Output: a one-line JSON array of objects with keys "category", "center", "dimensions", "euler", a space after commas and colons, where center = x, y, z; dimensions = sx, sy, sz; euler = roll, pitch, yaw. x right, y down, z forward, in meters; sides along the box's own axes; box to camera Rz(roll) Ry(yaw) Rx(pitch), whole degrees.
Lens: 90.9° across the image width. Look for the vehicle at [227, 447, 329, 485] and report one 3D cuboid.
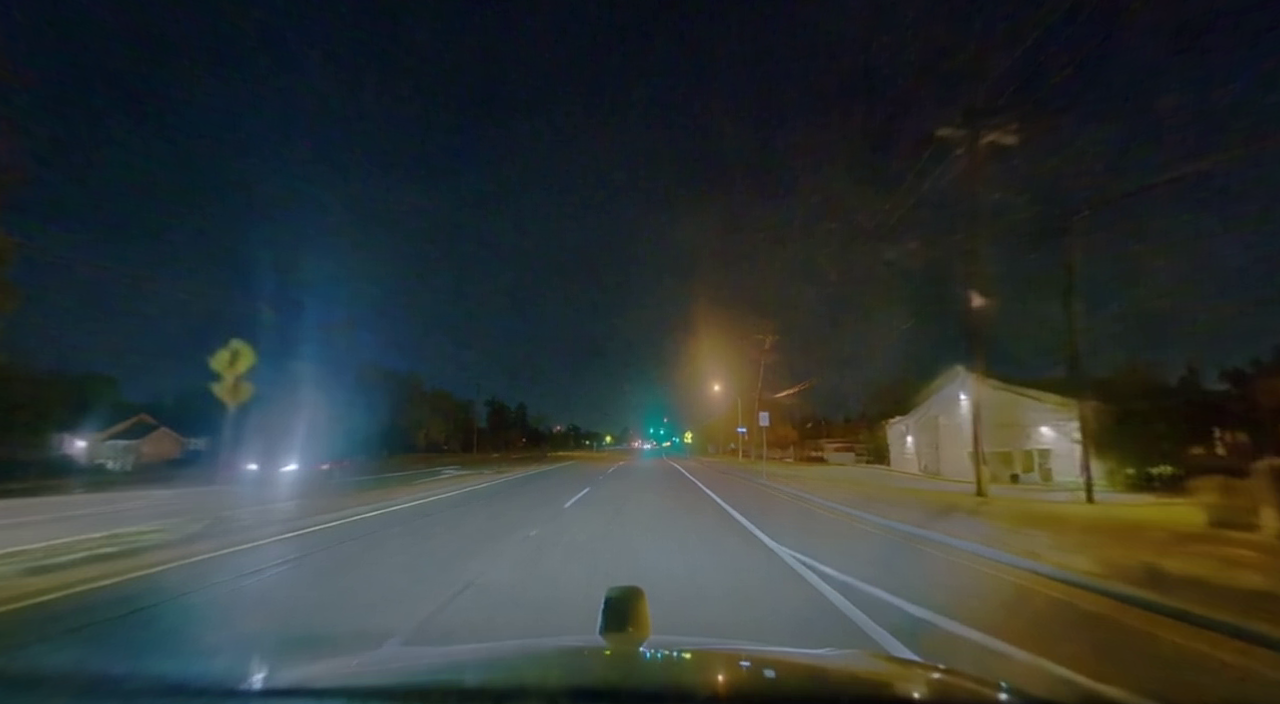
[{"category": "vehicle", "center": [-15.021, 4.720, 26.496], "dimensions": [1.808, 1.466, 4.420], "euler": [0, -9, -2]}]
